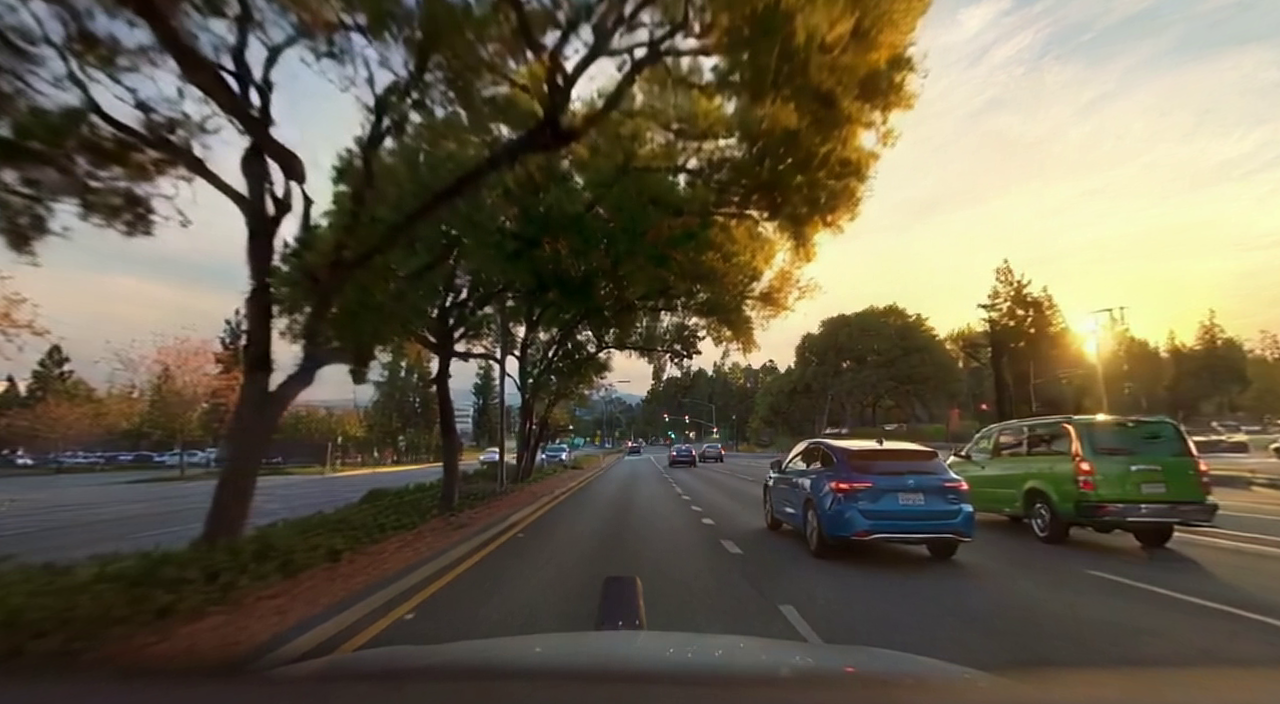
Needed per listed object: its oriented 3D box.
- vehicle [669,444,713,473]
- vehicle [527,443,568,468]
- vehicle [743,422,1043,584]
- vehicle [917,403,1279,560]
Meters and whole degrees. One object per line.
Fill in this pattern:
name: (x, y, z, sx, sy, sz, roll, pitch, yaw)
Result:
vehicle: (2.709, 5.796, 34.572, 1.980, 1.484, 4.093, 0, -8, -1)
vehicle: (-6.583, 7.387, 45.192, 2.113, 1.693, 4.370, 0, -8, 2)
vehicle: (2.874, 1.836, 8.656, 1.932, 1.547, 4.992, 0, -8, -2)
vehicle: (6.437, 1.852, 9.716, 2.153, 1.811, 4.595, 0, -8, -1)
